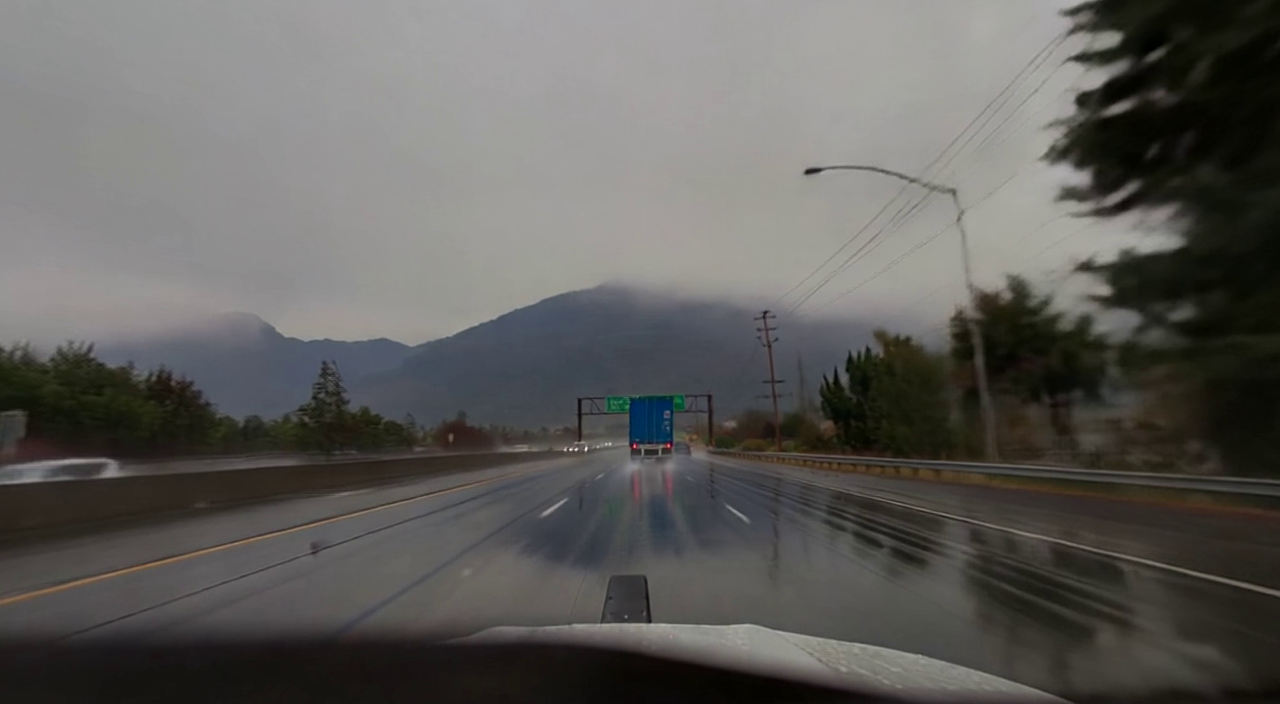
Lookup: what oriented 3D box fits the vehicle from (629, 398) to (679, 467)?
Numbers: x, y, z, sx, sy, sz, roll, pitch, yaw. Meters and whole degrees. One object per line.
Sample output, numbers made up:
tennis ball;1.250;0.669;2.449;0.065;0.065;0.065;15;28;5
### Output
vehicle;0.774;5.634;43.368;2.919;4.101;11.541;0;-8;-1
